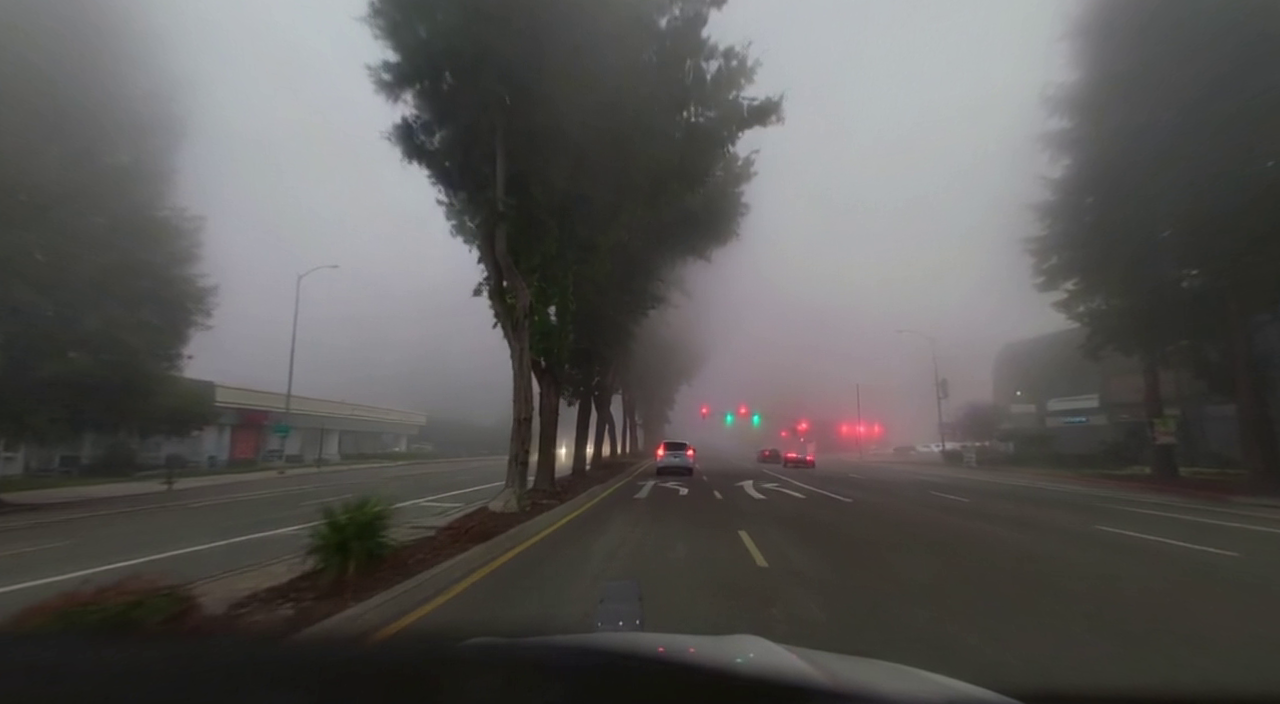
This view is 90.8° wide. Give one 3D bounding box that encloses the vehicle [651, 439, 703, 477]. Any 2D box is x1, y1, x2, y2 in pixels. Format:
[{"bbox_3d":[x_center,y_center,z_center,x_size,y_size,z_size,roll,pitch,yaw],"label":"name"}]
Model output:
[{"bbox_3d":[1.565,4.493,27.129,2.064,1.477,3.968,0,-8,3],"label":"vehicle"}]
